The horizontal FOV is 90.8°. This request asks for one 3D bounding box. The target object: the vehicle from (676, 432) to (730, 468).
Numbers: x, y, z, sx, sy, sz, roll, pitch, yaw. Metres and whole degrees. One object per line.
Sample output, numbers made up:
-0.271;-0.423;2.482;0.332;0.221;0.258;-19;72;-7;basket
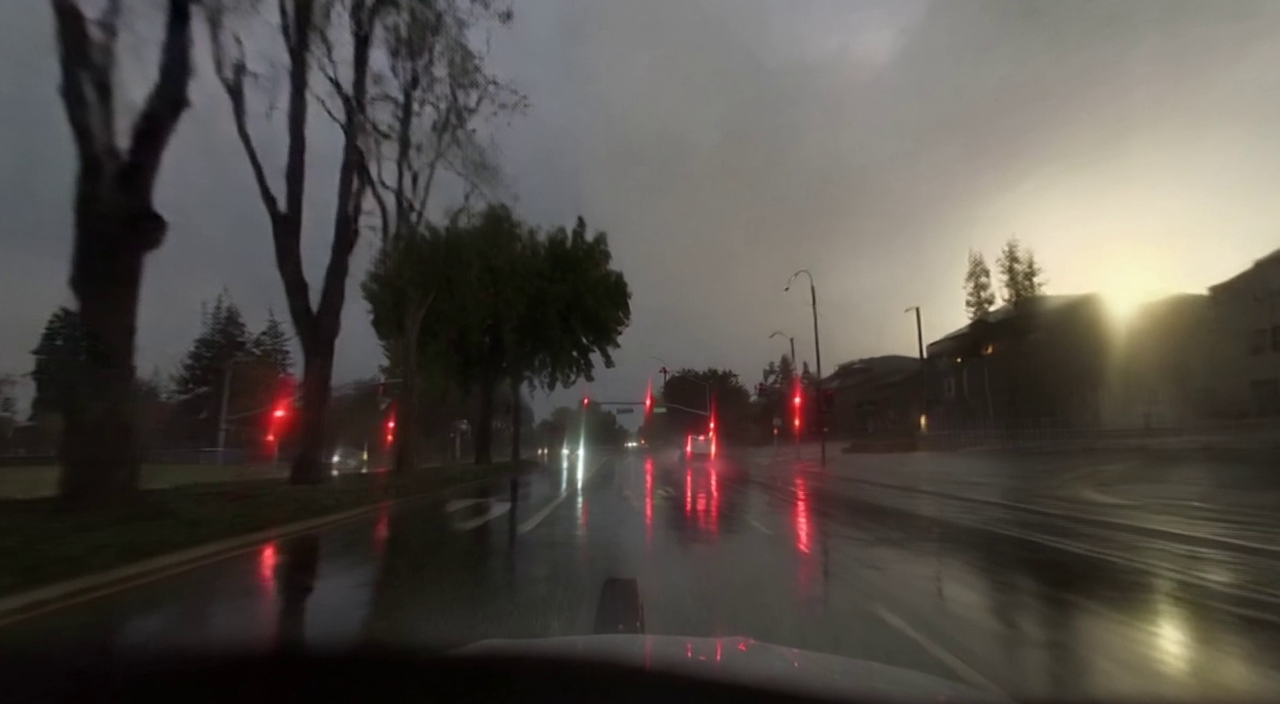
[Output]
3.321;5.328;34.294;2.229;1.795;4.927;0;-9;-2;vehicle
